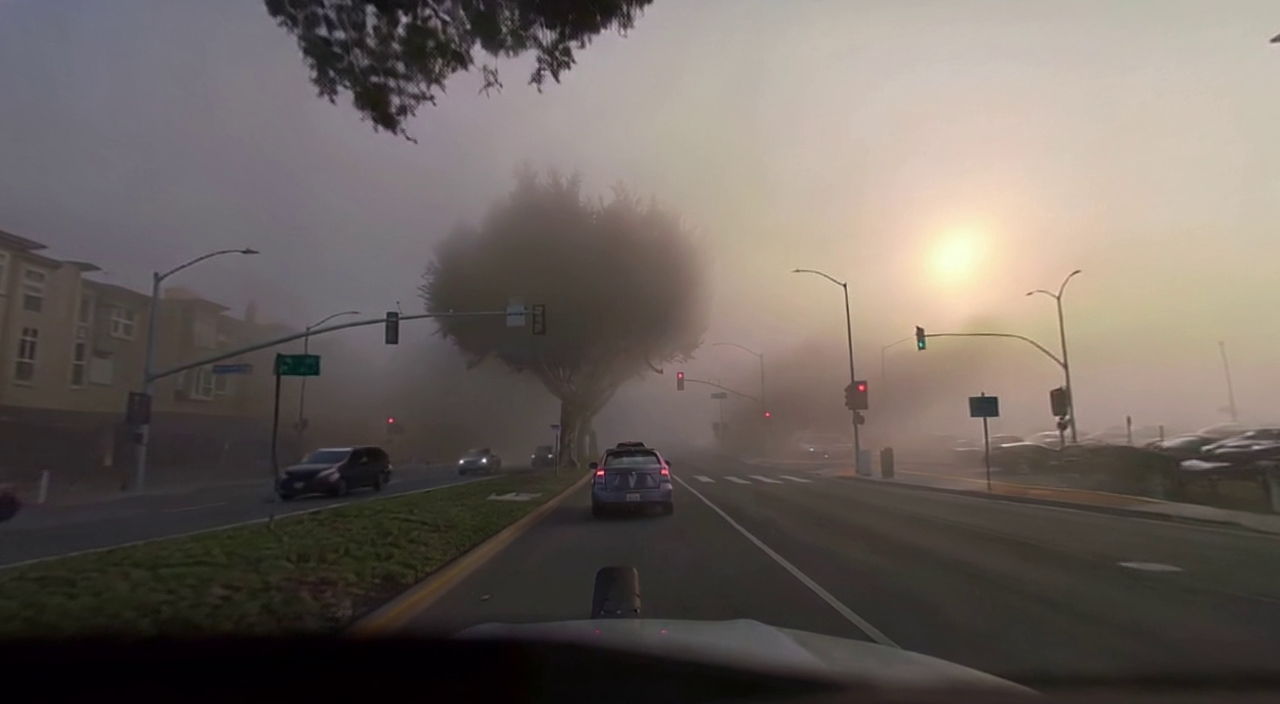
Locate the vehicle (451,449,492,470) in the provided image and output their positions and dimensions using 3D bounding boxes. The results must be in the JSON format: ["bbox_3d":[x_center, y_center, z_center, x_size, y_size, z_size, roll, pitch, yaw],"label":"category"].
[{"bbox_3d":[-12.386,7.929,46.521,1.904,1.475,4.068,0,-9,1],"label":"vehicle"}]

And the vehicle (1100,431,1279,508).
[{"bbox_3d":[13.081,2.655,14.595,1.859,1.525,3.948,0,-9,1],"label":"vehicle"}]

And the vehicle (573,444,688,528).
[{"bbox_3d":[-0.236,2.651,13.083,2.010,1.447,4.121,0,-9,-2],"label":"vehicle"}]

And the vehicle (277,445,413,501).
[{"bbox_3d":[-8.711,3.588,19.127,1.994,1.474,4.411,0,-9,0],"label":"vehicle"}]

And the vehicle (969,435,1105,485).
[{"bbox_3d":[13.078,3.566,21.069,1.887,1.504,3.898,0,-9,-2],"label":"vehicle"}]
